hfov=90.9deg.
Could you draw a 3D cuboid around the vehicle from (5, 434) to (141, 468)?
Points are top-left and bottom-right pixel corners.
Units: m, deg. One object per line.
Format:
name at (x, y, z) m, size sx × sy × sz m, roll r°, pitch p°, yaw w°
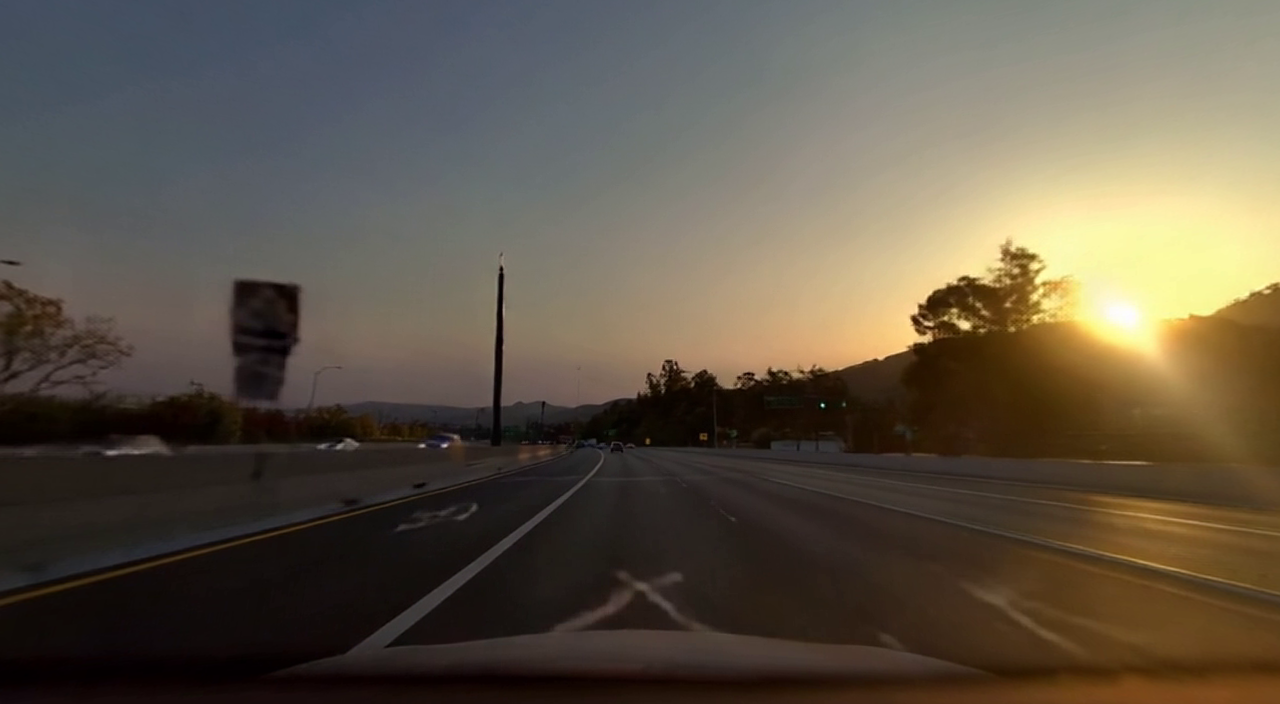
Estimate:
vehicle at (-26.335, 4.629, 29.592) m, size 2.027 × 1.457 × 4.742 m, roll 0°, pitch -8°, yaw -1°
